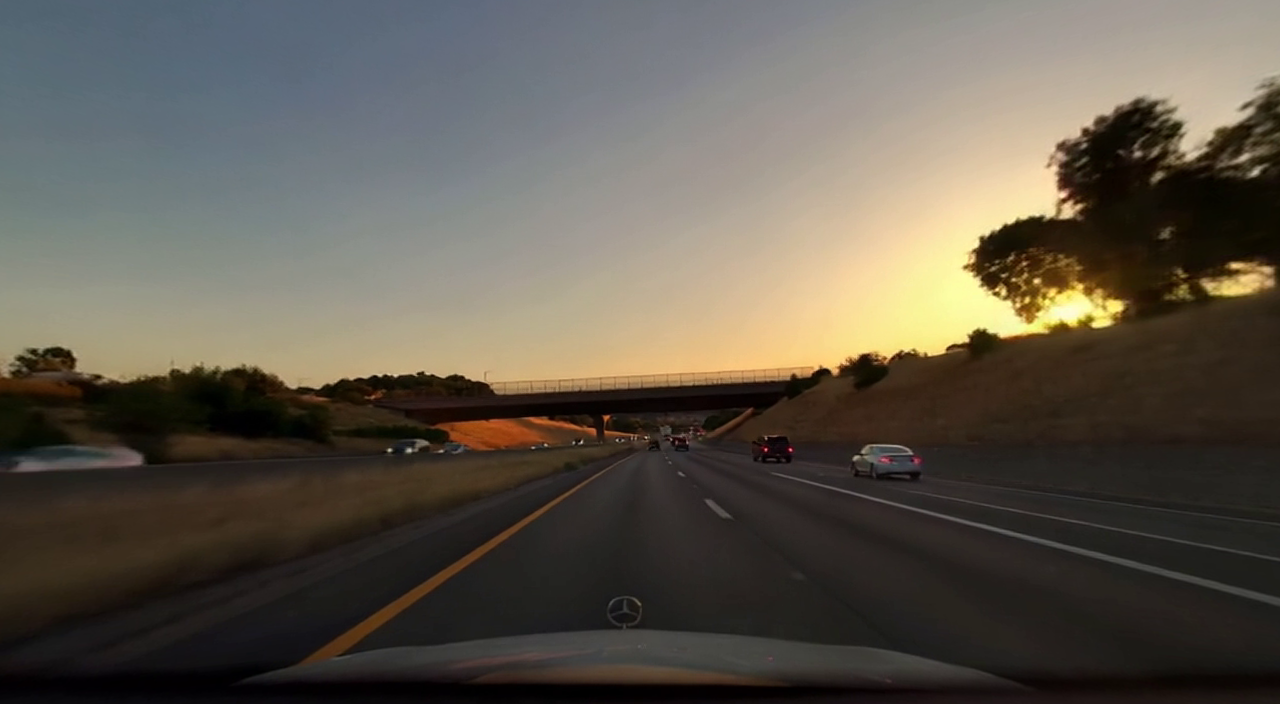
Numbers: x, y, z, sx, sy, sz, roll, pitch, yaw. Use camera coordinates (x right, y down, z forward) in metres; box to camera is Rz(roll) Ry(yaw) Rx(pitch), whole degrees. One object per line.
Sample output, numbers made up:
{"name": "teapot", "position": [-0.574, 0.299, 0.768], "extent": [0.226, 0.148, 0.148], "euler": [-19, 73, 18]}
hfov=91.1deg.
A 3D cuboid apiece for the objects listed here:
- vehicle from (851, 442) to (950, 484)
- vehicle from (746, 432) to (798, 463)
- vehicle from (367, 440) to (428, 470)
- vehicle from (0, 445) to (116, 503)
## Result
{"name": "vehicle", "position": [9.919, 4.232, 24.295], "extent": [1.927, 1.472, 4.076], "euler": [0, -9, -2]}
{"name": "vehicle", "position": [9.246, 6.783, 44.471], "extent": [2.362, 2.037, 5.409], "euler": [0, -9, -2]}
{"name": "vehicle", "position": [-16.870, 7.196, 44.011], "extent": [2.211, 1.923, 4.894], "euler": [0, -9, 1]}
{"name": "vehicle", "position": [-21.112, 4.043, 21.088], "extent": [2.144, 1.820, 5.607], "euler": [0, -9, 0]}
